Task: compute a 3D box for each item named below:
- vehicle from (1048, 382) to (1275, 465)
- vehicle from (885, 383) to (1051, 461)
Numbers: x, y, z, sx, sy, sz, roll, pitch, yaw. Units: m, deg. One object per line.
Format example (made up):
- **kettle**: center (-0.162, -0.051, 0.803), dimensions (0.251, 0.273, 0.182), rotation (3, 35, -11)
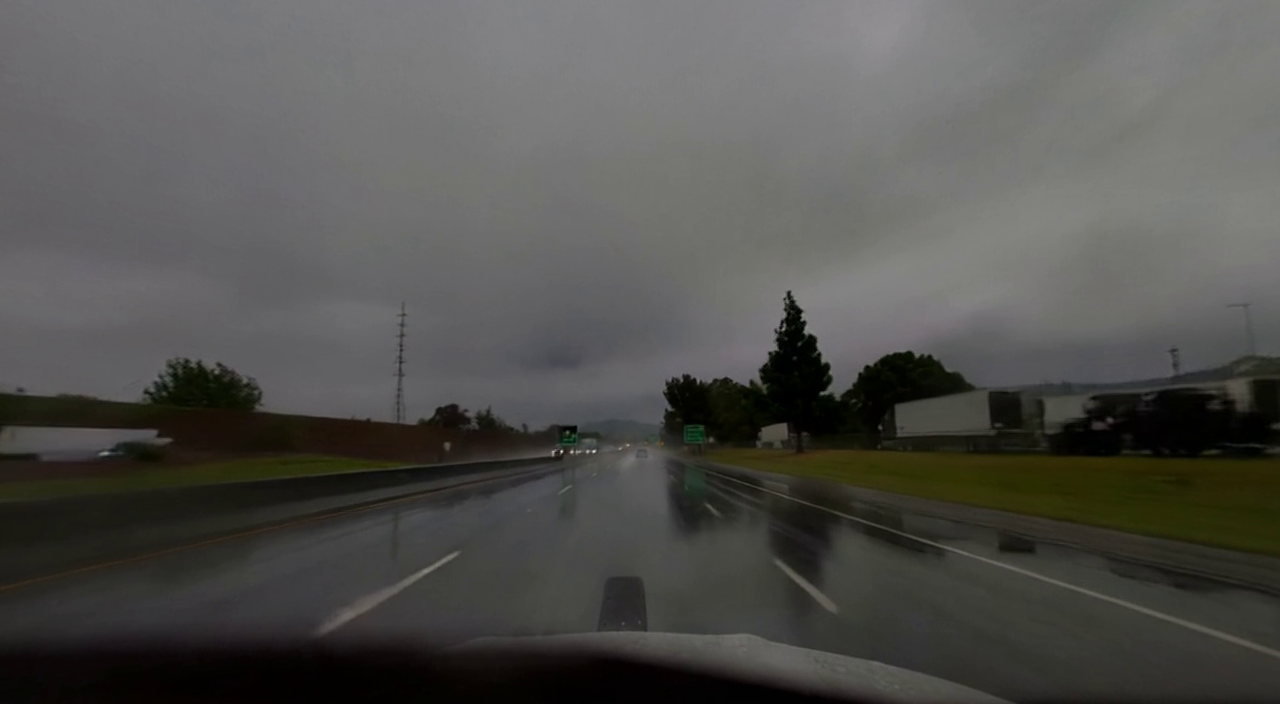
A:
- **vehicle**: center (20.655, 3.062, 25.793), dimensions (2.558, 2.886, 7.552), rotation (0, -9, -2)
- **vehicle**: center (20.672, 5.069, 41.657), dimensions (2.861, 4.047, 15.002), rotation (-3, -10, 0)
